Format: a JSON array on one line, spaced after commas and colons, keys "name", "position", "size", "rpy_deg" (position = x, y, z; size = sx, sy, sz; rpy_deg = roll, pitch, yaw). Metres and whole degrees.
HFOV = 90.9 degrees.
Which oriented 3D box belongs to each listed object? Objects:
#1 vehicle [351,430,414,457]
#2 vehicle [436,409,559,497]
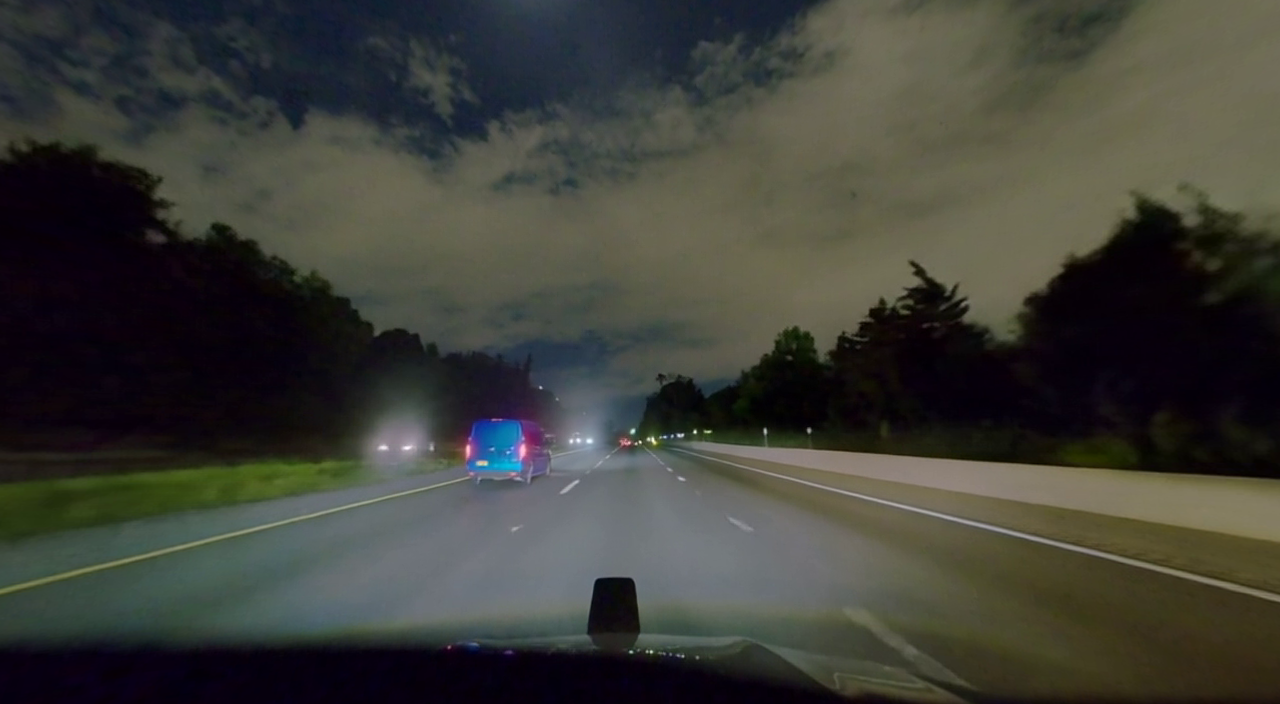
[{"name": "vehicle", "position": [-16.300, 5.826, 40.183], "size": [2.196, 1.632, 4.565], "rpy_deg": [0, -8, -1]}, {"name": "vehicle", "position": [-3.615, 2.668, 17.053], "size": [2.297, 2.011, 4.736], "rpy_deg": [0, -8, -1]}]
